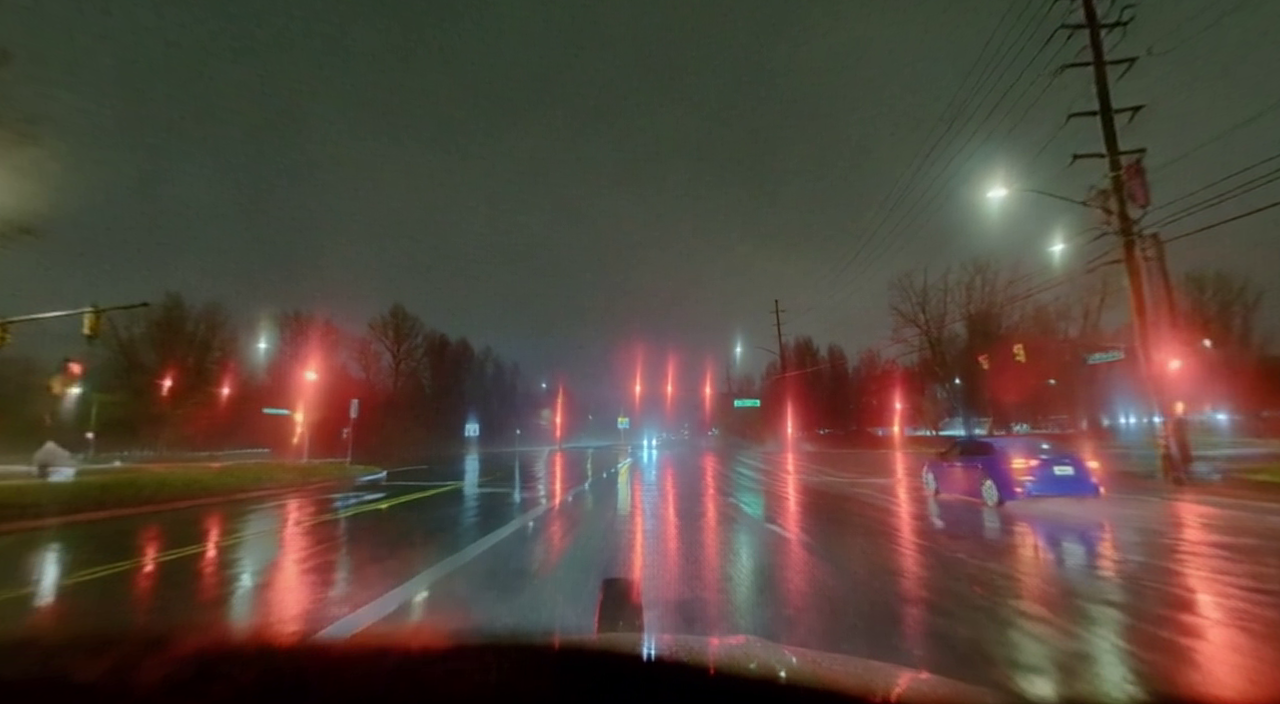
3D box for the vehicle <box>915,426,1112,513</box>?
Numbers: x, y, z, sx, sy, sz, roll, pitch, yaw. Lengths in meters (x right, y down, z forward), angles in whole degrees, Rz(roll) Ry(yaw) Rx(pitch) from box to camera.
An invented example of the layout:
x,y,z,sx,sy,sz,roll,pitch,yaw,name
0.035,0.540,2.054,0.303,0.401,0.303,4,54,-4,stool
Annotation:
x,y,z,sx,sy,sz,roll,pitch,yaw,name
7.505,2.381,13.196,1.797,1.544,3.685,0,-9,0,vehicle
